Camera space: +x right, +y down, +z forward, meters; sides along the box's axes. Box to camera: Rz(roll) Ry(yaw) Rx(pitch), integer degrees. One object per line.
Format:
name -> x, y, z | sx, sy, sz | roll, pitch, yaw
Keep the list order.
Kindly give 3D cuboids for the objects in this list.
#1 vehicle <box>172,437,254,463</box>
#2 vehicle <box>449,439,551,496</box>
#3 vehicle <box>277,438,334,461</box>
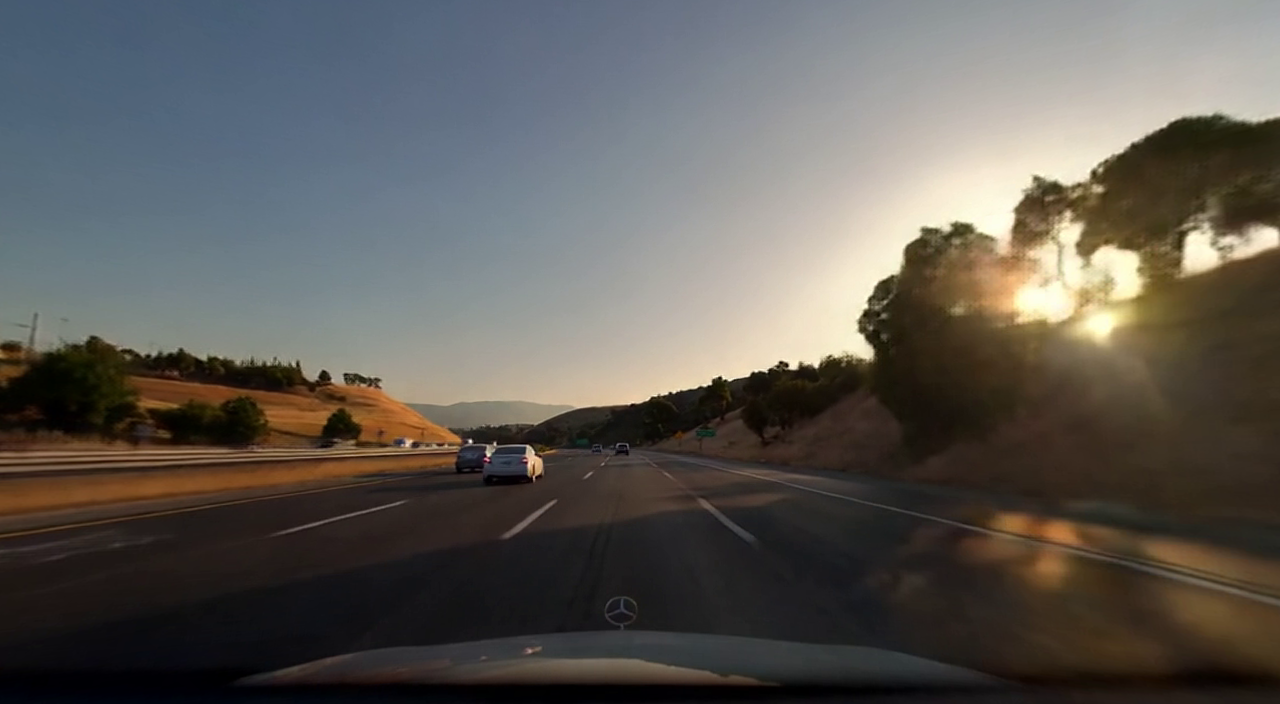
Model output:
vehicle -> -29.440, 6.764, 43.779 | 2.245, 1.692, 4.979 | 0, -9, -1
vehicle -> -4.112, 3.460, 19.361 | 2.073, 1.516, 4.478 | 0, -9, 0
vehicle -> -25.514, 7.446, 48.362 | 1.902, 1.663, 4.507 | 0, -9, -1
